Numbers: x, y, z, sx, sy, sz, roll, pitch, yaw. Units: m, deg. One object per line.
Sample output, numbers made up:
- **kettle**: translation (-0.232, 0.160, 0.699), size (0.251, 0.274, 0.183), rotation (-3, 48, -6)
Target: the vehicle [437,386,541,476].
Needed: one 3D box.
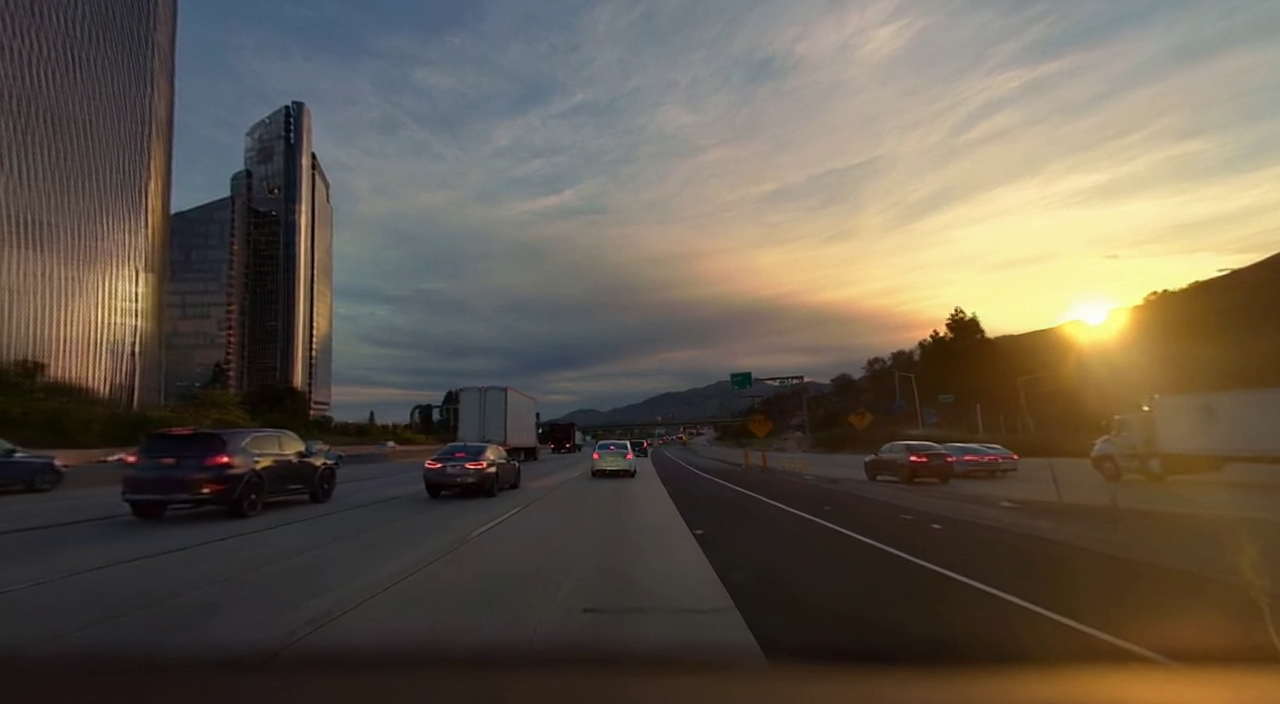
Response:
- **vehicle**: translation (-6.319, 3.581, 27.801), size (2.955, 3.359, 8.322), rotation (1, -9, -3)

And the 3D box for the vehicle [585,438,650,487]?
- **vehicle**: translation (-0.675, 3.654, 21.125), size (1.991, 1.488, 3.922), rotation (0, -9, 0)

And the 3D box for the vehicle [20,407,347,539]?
- **vehicle**: translation (-7.536, 2.050, 11.275), size (2.190, 1.821, 4.800), rotation (0, -9, 0)

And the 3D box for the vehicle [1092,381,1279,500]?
- **vehicle**: translation (21.925, 3.061, 21.725), size (3.015, 3.855, 9.519), rotation (7, -11, -39)

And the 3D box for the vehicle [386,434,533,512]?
- **vehicle**: translation (-3.900, 2.692, 14.479), size (2.016, 1.497, 4.235), rotation (0, -9, 2)

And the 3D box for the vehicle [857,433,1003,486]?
- **vehicle**: translation (11.983, 4.471, 26.612), size (2.415, 1.972, 5.572), rotation (3, -9, -18)
